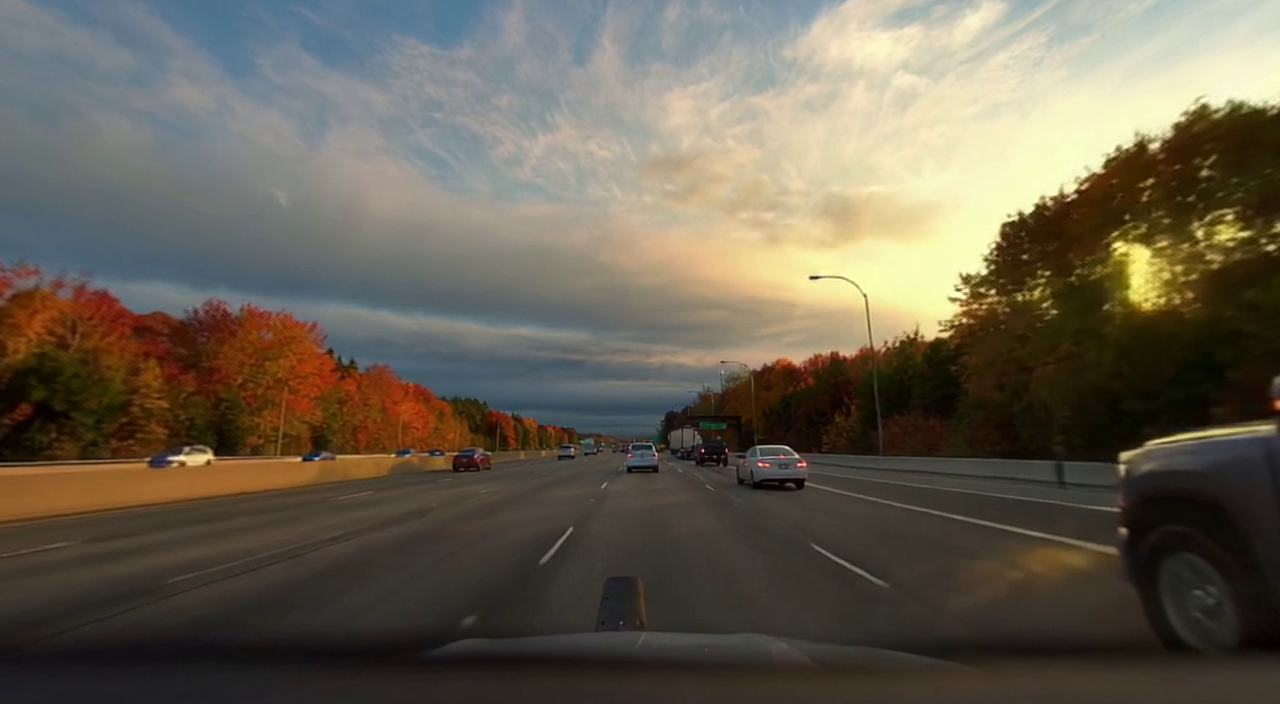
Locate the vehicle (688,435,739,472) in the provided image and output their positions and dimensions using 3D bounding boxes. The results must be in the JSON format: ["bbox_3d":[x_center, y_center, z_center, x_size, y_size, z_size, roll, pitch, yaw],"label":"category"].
[{"bbox_3d":[4.339,6.131,38.175,2.388,1.998,5.749,0,-9,0],"label":"vehicle"}]

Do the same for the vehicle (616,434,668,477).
[{"bbox_3d":[0.111,5.101,31.251,2.372,1.957,5.121,0,-9,0],"label":"vehicle"}]

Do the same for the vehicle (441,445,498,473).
[{"bbox_3d":[-9.756,6.149,36.348,1.989,1.529,4.433,0,-9,1],"label":"vehicle"}]

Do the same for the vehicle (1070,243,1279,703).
[{"bbox_3d":[3.862,0.296,0.478,2.521,2.101,6.467,0,-9,0],"label":"vehicle"}]

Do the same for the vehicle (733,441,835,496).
[{"bbox_3d":[4.338,3.599,19.842,2.057,1.508,4.767,0,-9,0],"label":"vehicle"}]
